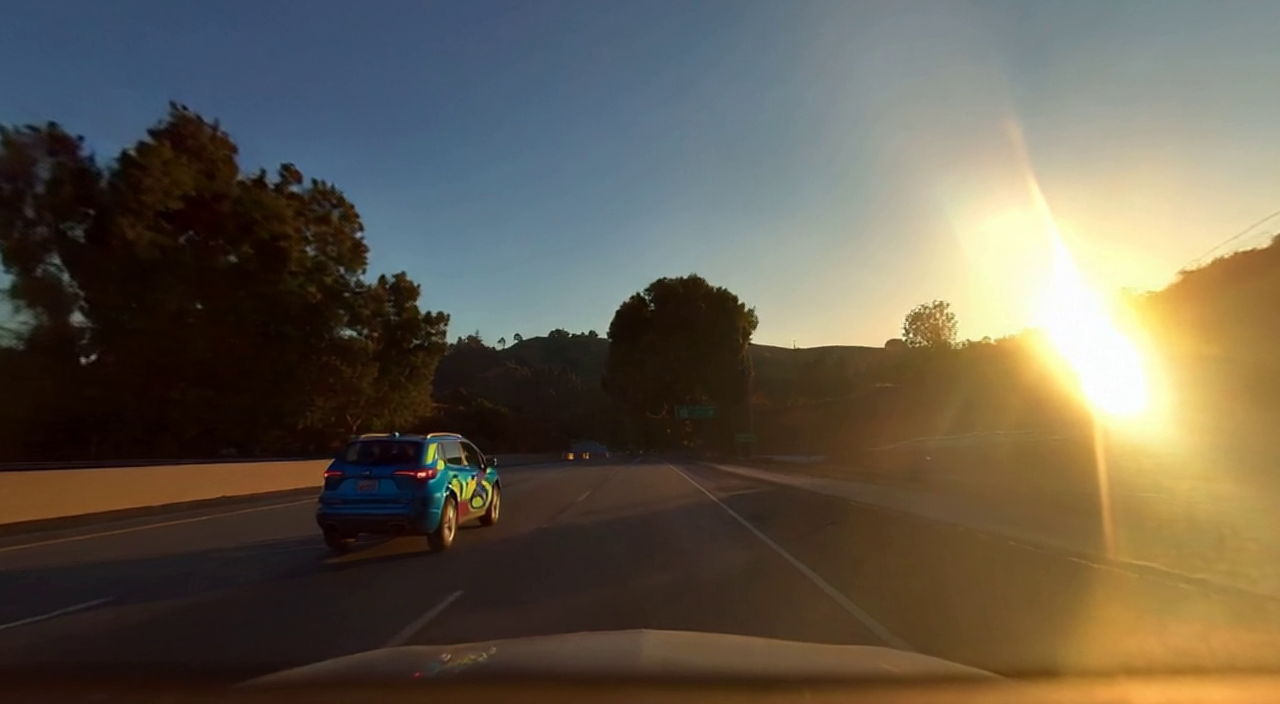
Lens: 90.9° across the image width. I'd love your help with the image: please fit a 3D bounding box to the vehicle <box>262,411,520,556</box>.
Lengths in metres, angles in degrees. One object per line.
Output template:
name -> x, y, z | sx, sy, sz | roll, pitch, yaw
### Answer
vehicle -> -3.594, 2.003, 10.355 | 2.183, 1.803, 4.685 | 0, -8, 2
